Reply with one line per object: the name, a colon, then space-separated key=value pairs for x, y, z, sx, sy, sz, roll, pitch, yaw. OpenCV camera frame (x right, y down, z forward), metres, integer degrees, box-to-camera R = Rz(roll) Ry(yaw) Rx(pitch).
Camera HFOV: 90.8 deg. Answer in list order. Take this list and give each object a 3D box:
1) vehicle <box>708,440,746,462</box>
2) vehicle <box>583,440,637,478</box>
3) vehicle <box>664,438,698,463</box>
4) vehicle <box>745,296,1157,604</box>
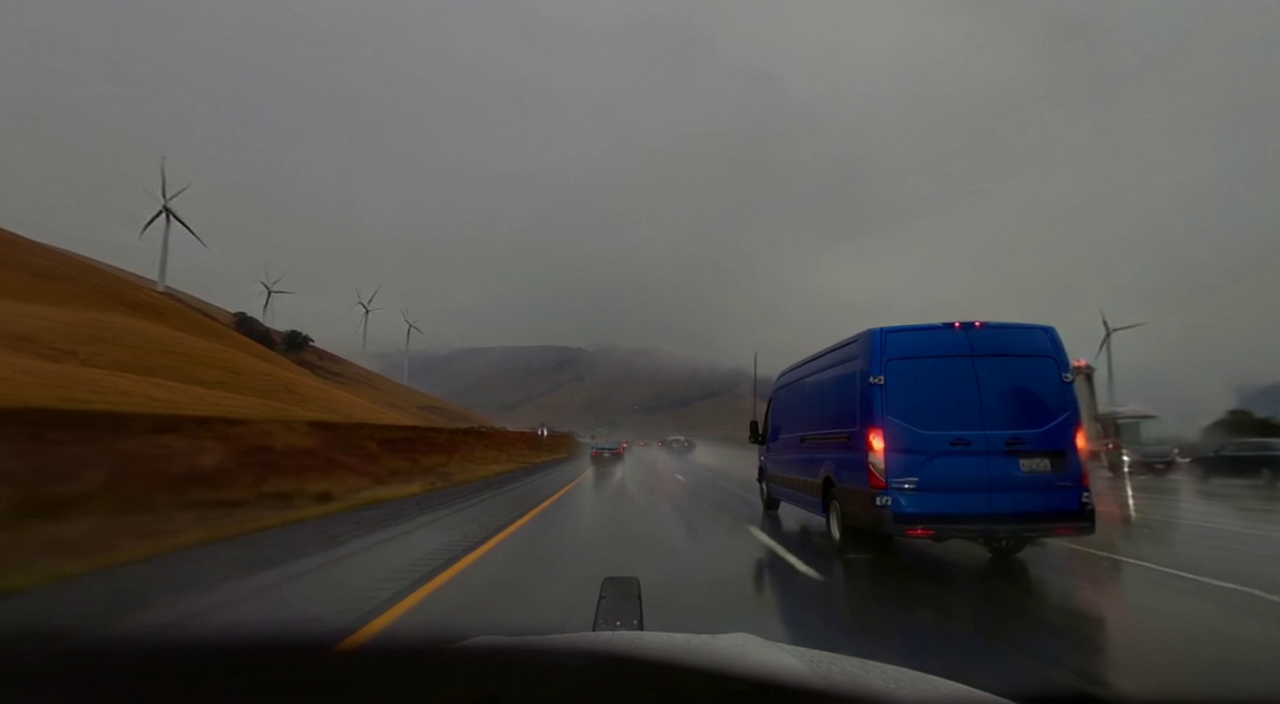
vehicle: x=6.328 y=7.250 z=46.355 sx=1.958 sy=1.514 sz=4.930 roll=0 pitch=-8 yaw=-1
vehicle: x=-1.160 y=4.402 z=26.182 sx=2.082 sy=1.445 sz=3.826 roll=0 pitch=-8 yaw=-1
vehicle: x=2.934 y=7.092 z=45.770 sx=2.108 sy=1.717 sz=3.996 roll=0 pitch=-8 yaw=-1
vehicle: x=3.121 y=1.227 z=8.335 sx=2.365 sy=2.630 sz=5.754 roll=0 pitch=-8 yaw=-1
